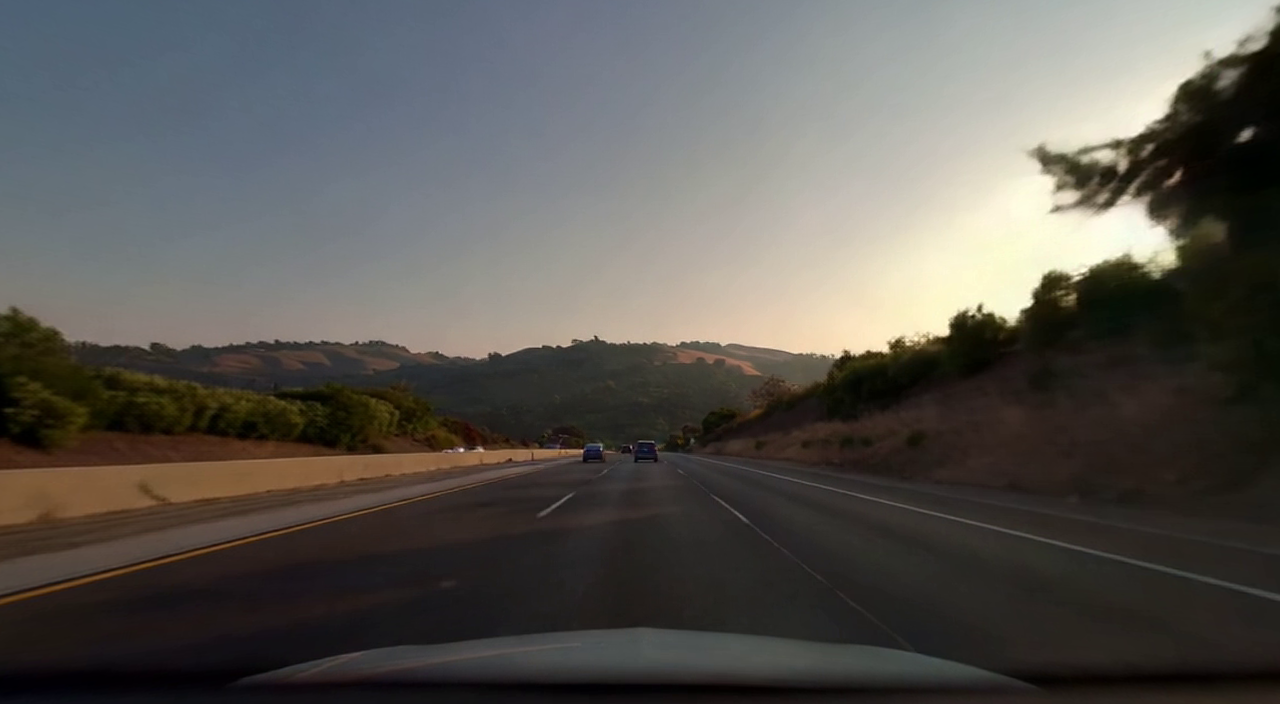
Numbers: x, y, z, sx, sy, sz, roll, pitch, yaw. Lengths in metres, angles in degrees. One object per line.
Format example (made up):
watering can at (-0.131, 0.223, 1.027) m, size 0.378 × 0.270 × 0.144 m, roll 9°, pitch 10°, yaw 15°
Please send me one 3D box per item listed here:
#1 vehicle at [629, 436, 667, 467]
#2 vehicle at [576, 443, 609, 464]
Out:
vehicle at (0.461, 6.282, 39.798) m, size 2.272 × 1.836 × 4.866 m, roll 0°, pitch -8°, yaw 0°
vehicle at (-3.519, 7.567, 47.000) m, size 2.082 × 1.485 × 4.237 m, roll 0°, pitch -8°, yaw 1°
